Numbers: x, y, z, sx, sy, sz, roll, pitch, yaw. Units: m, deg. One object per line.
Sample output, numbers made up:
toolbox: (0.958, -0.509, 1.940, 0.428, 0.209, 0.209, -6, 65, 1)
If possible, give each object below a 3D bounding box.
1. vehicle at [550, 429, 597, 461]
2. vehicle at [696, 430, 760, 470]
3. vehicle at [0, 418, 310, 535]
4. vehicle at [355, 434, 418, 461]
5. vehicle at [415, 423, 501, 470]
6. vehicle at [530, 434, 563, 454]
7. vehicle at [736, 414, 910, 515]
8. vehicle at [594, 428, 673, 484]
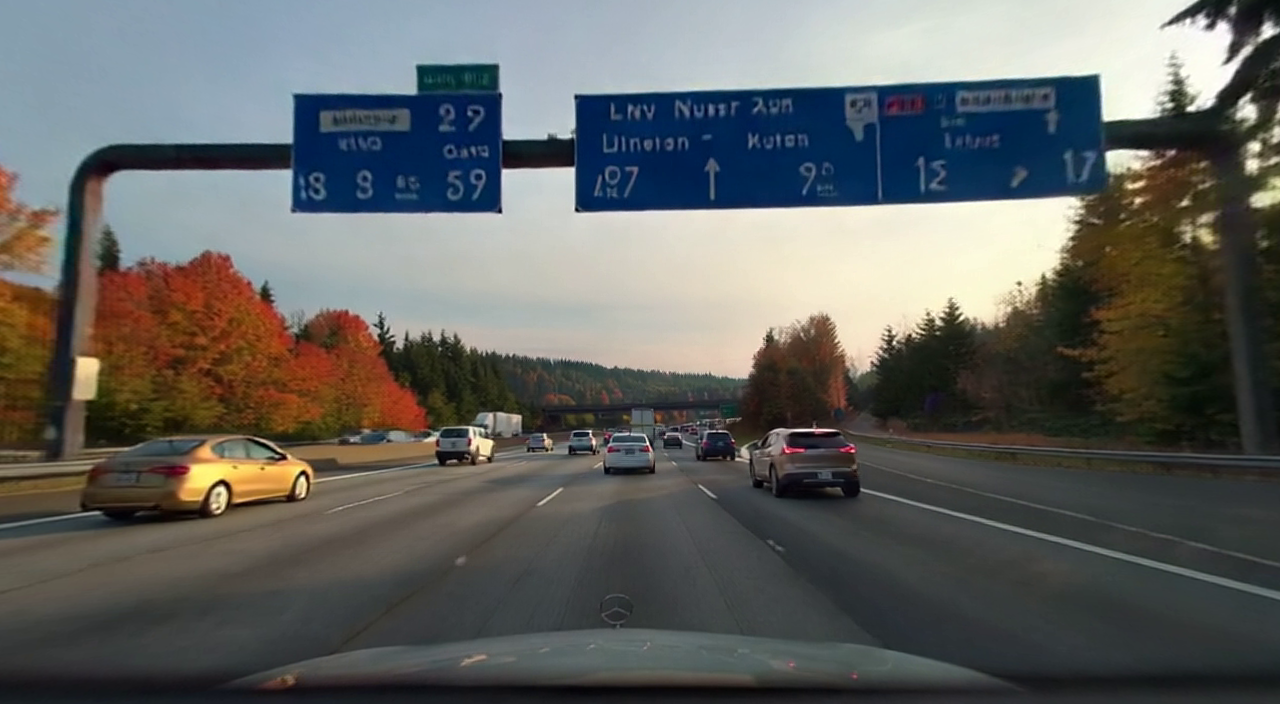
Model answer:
vehicle: (-3.575, 5.095, 34.605, 2.064, 1.672, 4.277, 0, -8, 1)
vehicle: (3.531, 4.027, 26.154, 1.972, 1.516, 4.514, 0, -8, -1)
vehicle: (-7.471, 1.915, 10.319, 1.934, 1.526, 3.966, 0, -8, 0)
vehicle: (-15.511, 5.843, 38.723, 2.084, 1.538, 4.162, 0, -8, 0)
vehicle: (-7.488, 3.921, 26.381, 2.117, 1.779, 4.745, 0, -8, 1)
vehicle: (-7.060, 6.988, 47.778, 1.896, 1.429, 4.348, 0, -8, 0)
vehicle: (3.372, 2.154, 12.637, 2.095, 1.650, 4.331, 0, -8, -1)
vehicle: (-0.186, 3.081, 19.072, 2.111, 1.494, 4.364, 0, -8, -1)
